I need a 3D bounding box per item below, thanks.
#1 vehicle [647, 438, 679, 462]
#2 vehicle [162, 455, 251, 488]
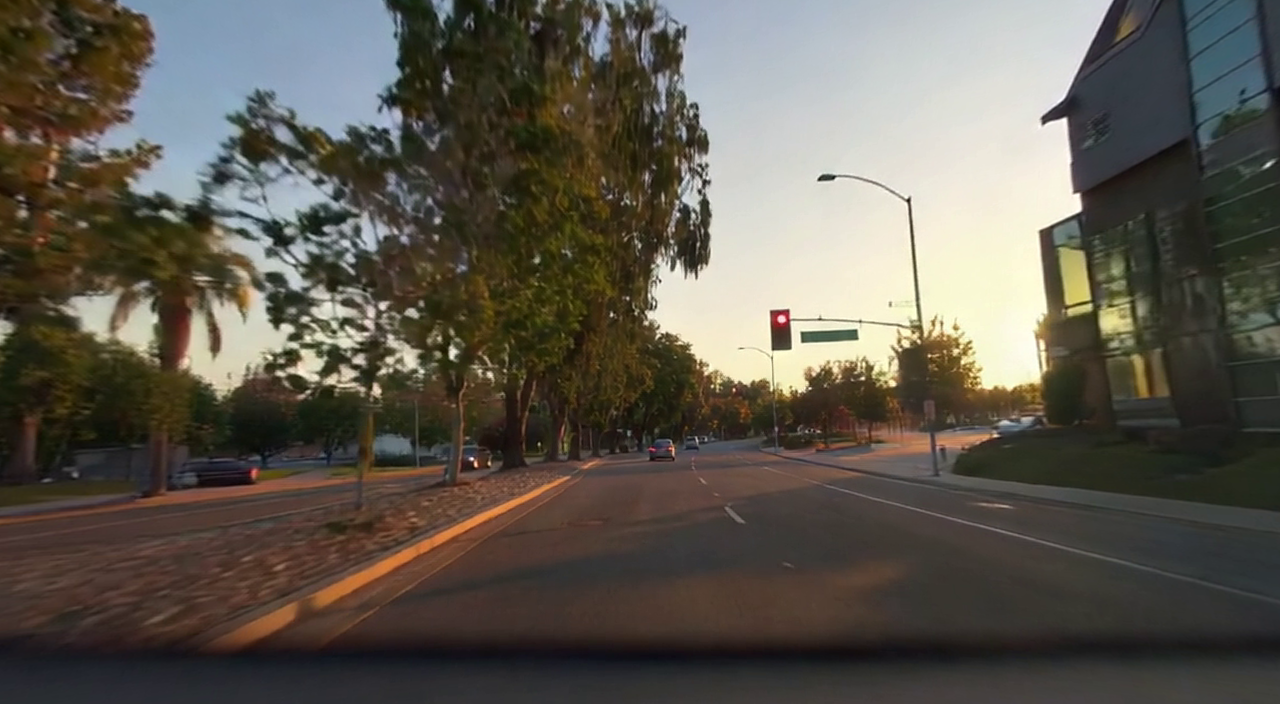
[{"bbox_3d":[1.633,6.823,44.069,2.037,1.568,3.693,-1,-8,4],"label":"vehicle"},{"bbox_3d":[-24.783,6.809,36.328,1.956,1.637,4.323,-2,-8,3],"label":"vehicle"}]
